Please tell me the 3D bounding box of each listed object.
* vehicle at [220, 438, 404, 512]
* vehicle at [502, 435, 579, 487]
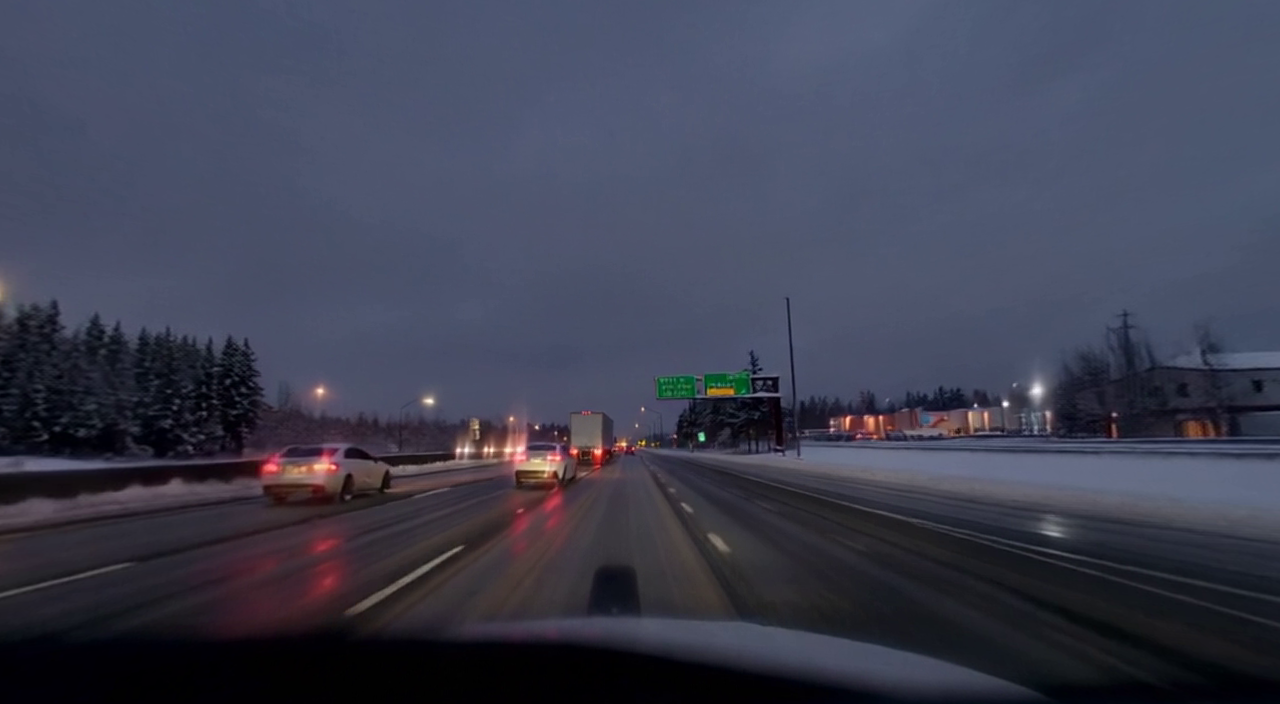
[{"bbox_3d":[-7.584,2.865,15.240,2.026,1.477,4.467,0,-9,0],"label":"vehicle"},{"bbox_3d":[-3.406,3.844,22.517,2.033,1.669,4.112,0,-9,1],"label":"vehicle"}]
